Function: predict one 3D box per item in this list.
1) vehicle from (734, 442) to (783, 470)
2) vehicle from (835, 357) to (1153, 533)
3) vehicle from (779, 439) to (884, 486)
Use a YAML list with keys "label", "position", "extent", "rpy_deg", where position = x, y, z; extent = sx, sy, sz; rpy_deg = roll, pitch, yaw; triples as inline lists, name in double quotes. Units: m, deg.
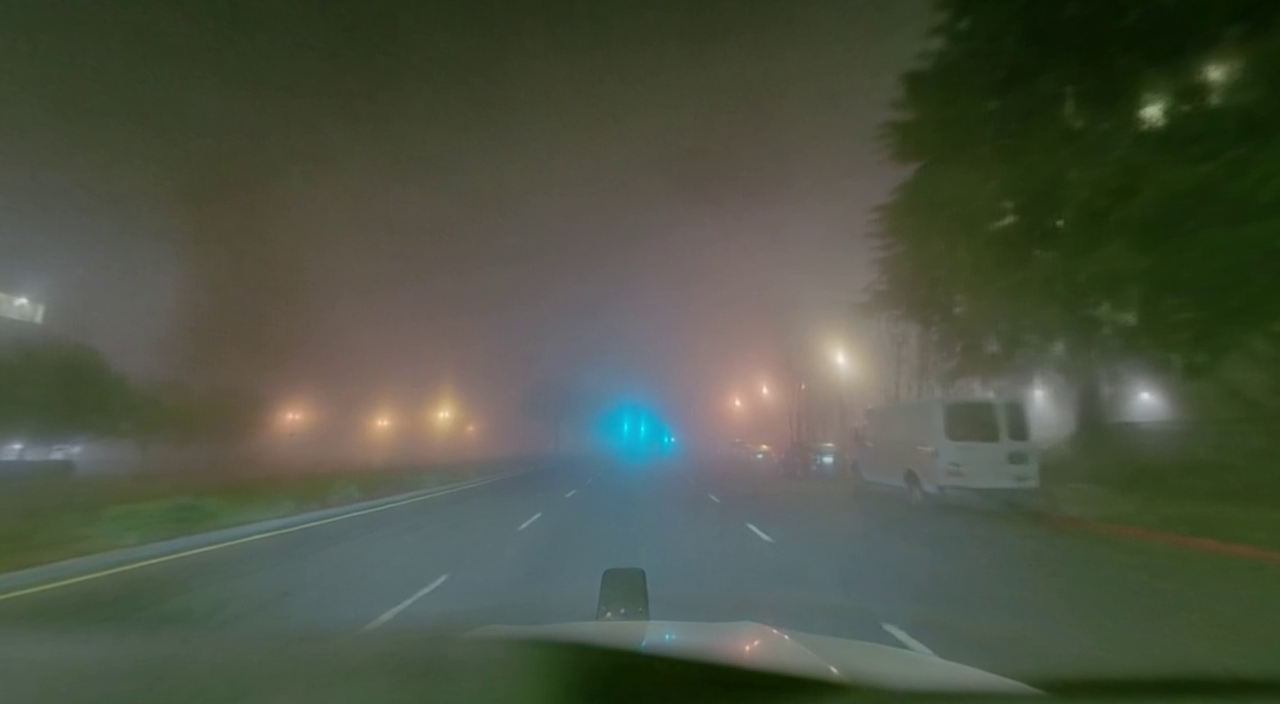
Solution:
- label: "vehicle"
  position: [6.745, 5.947, 36.293]
  extent: [1.847, 1.472, 4.846]
  rpy_deg: [0, -8, 0]
- label: "vehicle"
  position: [6.227, 1.827, 12.555]
  extent: [2.762, 2.607, 6.182]
  rpy_deg: [0, -8, 1]
- label: "vehicle"
  position: [6.672, 3.886, 22.614]
  extent: [2.109, 1.477, 4.963]
  rpy_deg: [0, -8, -1]
